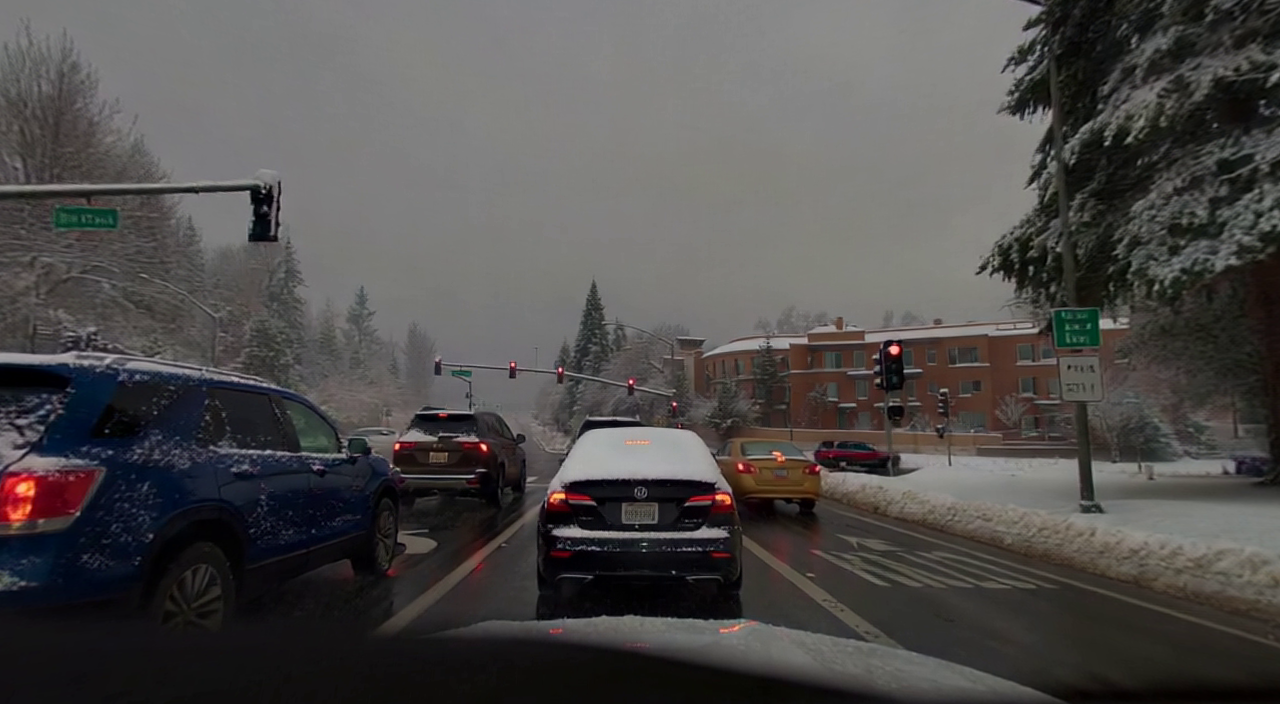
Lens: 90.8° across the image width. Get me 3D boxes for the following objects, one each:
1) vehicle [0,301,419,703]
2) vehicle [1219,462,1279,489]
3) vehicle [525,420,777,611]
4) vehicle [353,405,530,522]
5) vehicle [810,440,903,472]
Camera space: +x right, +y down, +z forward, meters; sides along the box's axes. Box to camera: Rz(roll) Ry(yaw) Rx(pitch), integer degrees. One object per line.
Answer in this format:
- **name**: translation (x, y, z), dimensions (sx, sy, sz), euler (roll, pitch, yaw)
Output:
- **vehicle**: translation (-3.145, 1.009, 4.140), dimensions (1.924, 1.737, 4.387), euler (0, -8, -2)
- **vehicle**: translation (38.790, 7.525, 38.564), dimensions (4.737, 1.572, 2.026), euler (-1, -8, 3)
- **vehicle**: translation (-0.062, 1.623, 7.297), dimensions (2.001, 1.483, 4.442), euler (0, -8, -4)
- **vehicle**: translation (-3.888, 2.317, 13.702), dimensions (2.305, 1.984, 5.586), euler (0, -8, -3)
- **vehicle**: translation (13.289, 6.413, 39.041), dimensions (4.874, 1.854, 2.230), euler (1, -9, -5)
